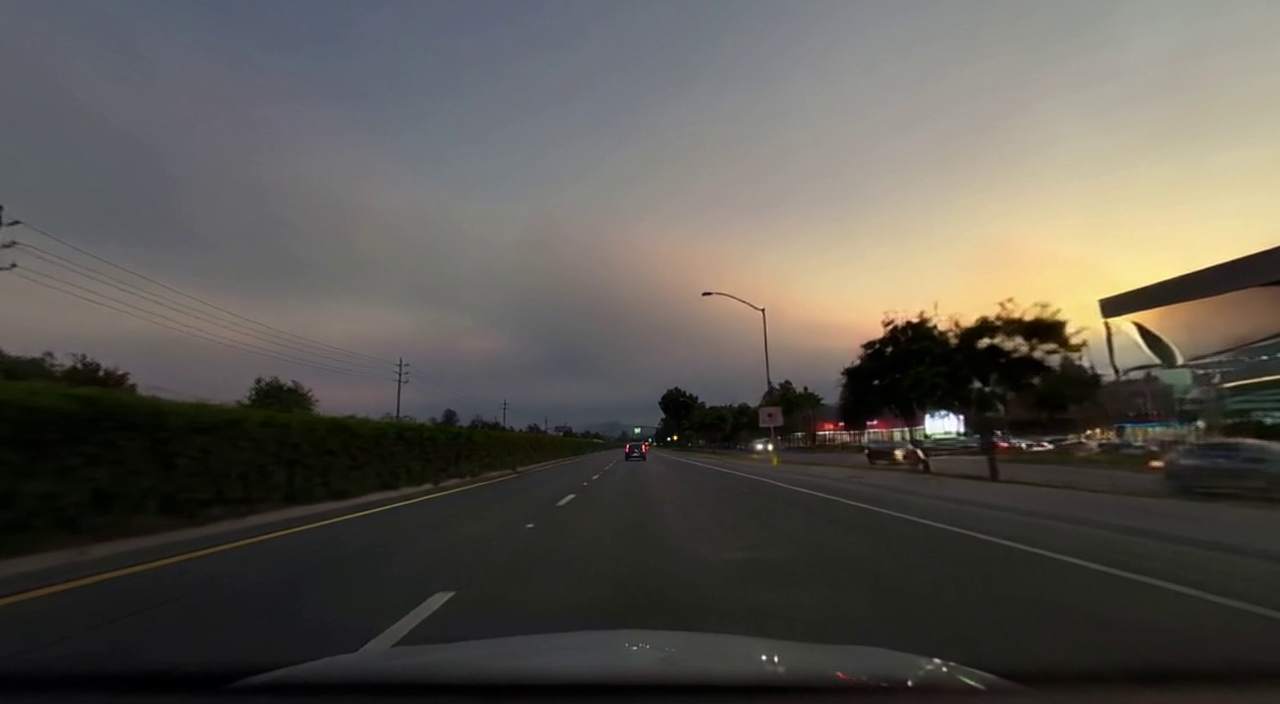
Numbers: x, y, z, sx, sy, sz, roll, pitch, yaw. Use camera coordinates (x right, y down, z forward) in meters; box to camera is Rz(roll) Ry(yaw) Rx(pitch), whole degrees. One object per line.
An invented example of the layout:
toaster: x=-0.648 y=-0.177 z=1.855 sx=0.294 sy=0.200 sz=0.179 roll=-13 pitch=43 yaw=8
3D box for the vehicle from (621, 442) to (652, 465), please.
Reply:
vehicle: x=-0.257 y=7.373 z=45.859 sx=2.110 sy=1.555 sz=4.431 roll=0 pitch=-9 yaw=-1

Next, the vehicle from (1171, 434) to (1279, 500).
vehicle: x=15.760 y=2.764 z=15.186 sx=1.987 sy=1.517 sz=4.405 roll=0 pitch=-9 yaw=-1

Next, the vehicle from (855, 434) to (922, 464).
vehicle: x=18.074 y=7.119 z=46.227 sx=2.288 sy=1.963 sz=5.983 roll=1 pitch=-9 yaw=-2
